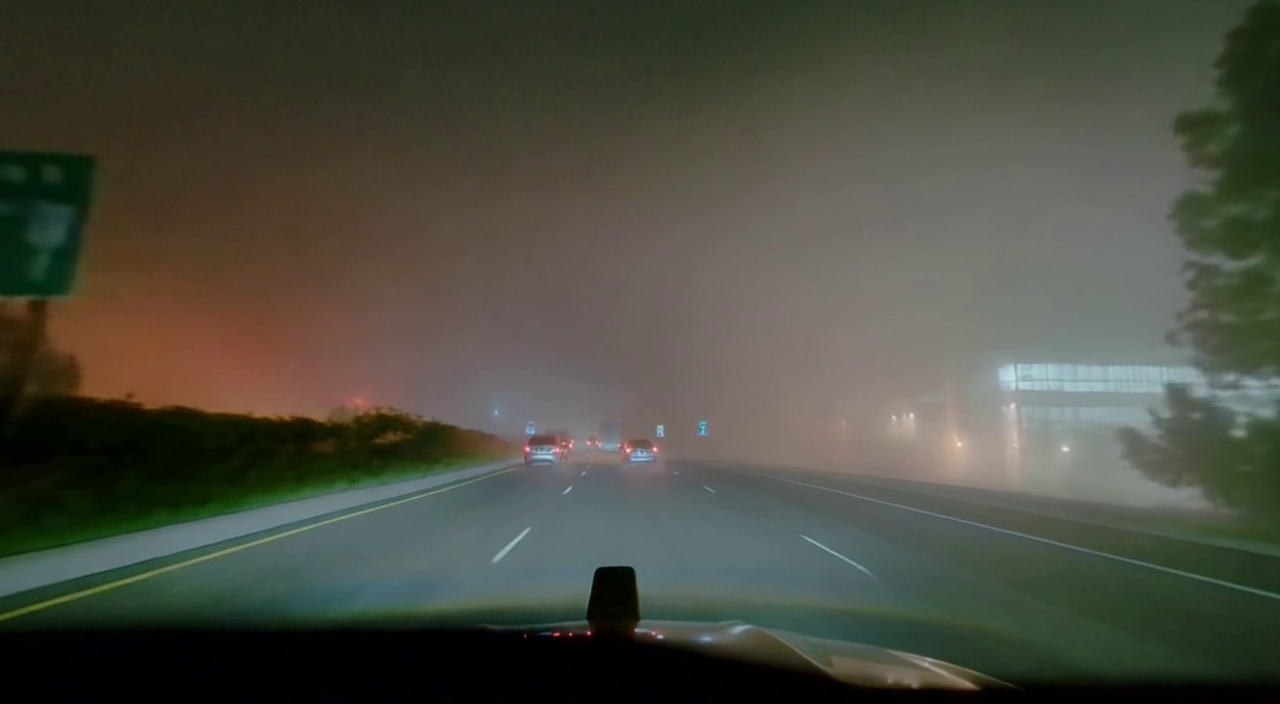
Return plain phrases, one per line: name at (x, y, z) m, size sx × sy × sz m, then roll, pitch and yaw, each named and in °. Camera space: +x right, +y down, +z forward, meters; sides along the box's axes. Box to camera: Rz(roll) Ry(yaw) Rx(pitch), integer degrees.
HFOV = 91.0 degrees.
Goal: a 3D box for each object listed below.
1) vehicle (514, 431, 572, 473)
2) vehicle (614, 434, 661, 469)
vehicle at (-4.311, 4.509, 28.609) m, size 2.080 × 1.733 × 4.410 m, roll 0°, pitch -8°, yaw -2°
vehicle at (-0.197, 4.997, 31.825) m, size 2.078 × 1.608 × 3.982 m, roll 0°, pitch -8°, yaw -5°
